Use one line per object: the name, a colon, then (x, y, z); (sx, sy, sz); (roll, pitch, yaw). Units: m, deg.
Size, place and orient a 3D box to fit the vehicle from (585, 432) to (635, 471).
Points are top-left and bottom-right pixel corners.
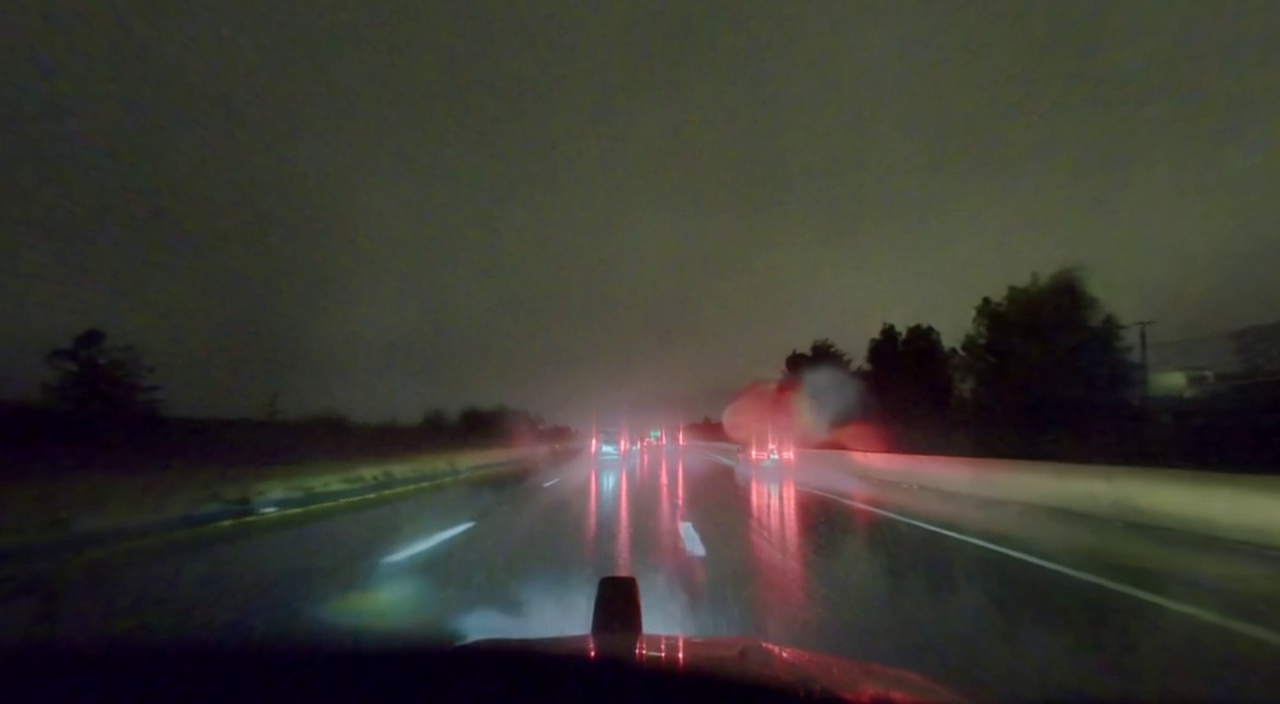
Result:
vehicle: (-1.256, 4.424, 28.248); (2.039, 1.589, 4.324); (0, -8, 0)
